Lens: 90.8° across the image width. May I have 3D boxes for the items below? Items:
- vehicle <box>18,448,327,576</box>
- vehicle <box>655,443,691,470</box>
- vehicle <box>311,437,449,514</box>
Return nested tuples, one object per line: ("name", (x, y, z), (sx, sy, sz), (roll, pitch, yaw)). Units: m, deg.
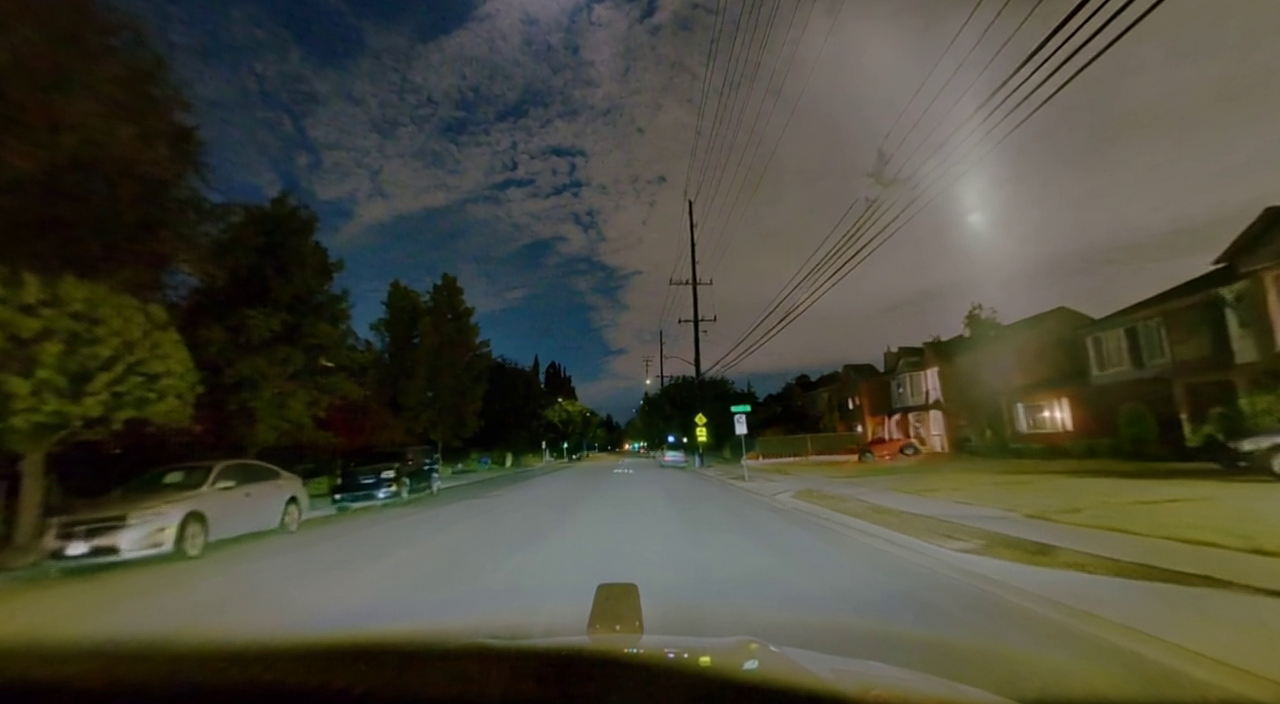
("vehicle", (-7.110, 2.407, 10.280), (2.041, 1.587, 3.920), (-2, -9, -1))
("vehicle", (2.187, 6.969, 42.436), (1.971, 1.710, 4.210), (0, -9, -3))
("vehicle", (-7.276, 3.490, 18.266), (2.135, 1.787, 4.452), (-4, -9, 0))
